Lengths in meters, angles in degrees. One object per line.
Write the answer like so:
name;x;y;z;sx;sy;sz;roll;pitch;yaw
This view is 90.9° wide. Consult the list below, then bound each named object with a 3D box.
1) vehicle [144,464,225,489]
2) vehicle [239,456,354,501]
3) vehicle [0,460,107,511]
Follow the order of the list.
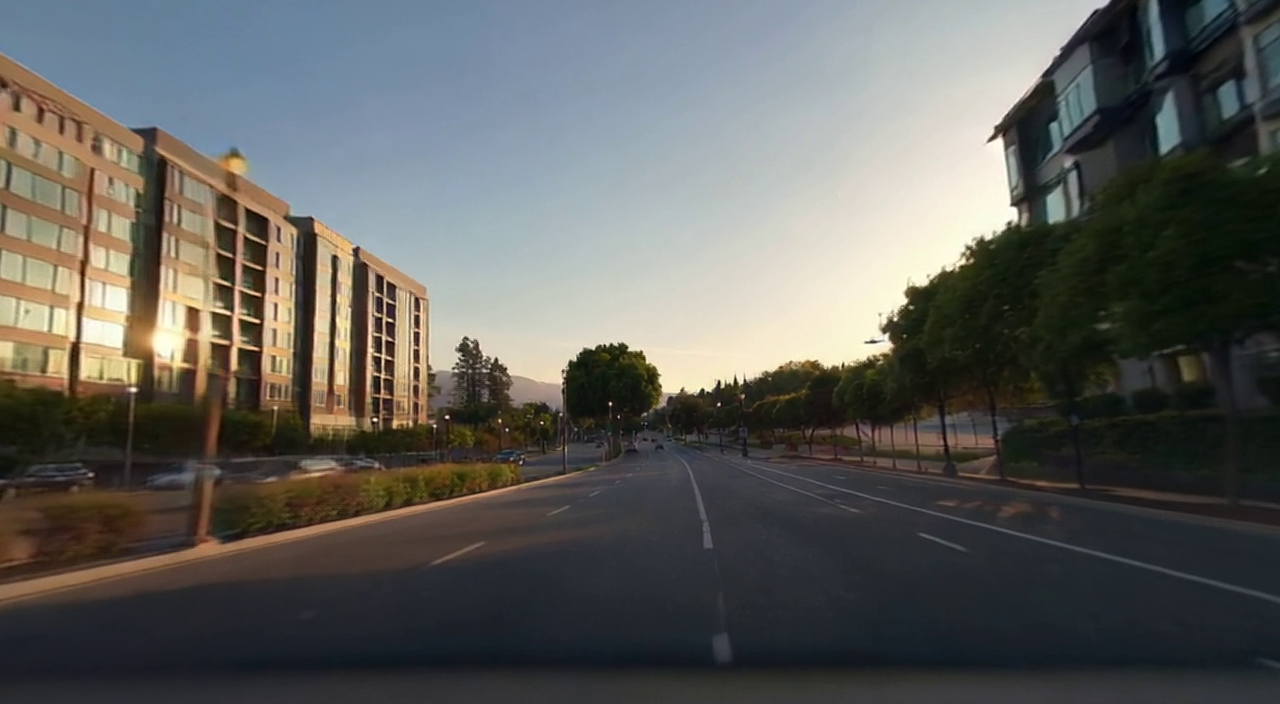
vehicle;-34.030;9.305;47.128;4.463;1.688;2.078;-1;-9;3
vehicle;-14.123;5.182;26.225;2.006;1.633;4.292;-1;-9;6
vehicle;-28.475;6.068;28.864;2.403;2.020;6.284;-1;-9;3
